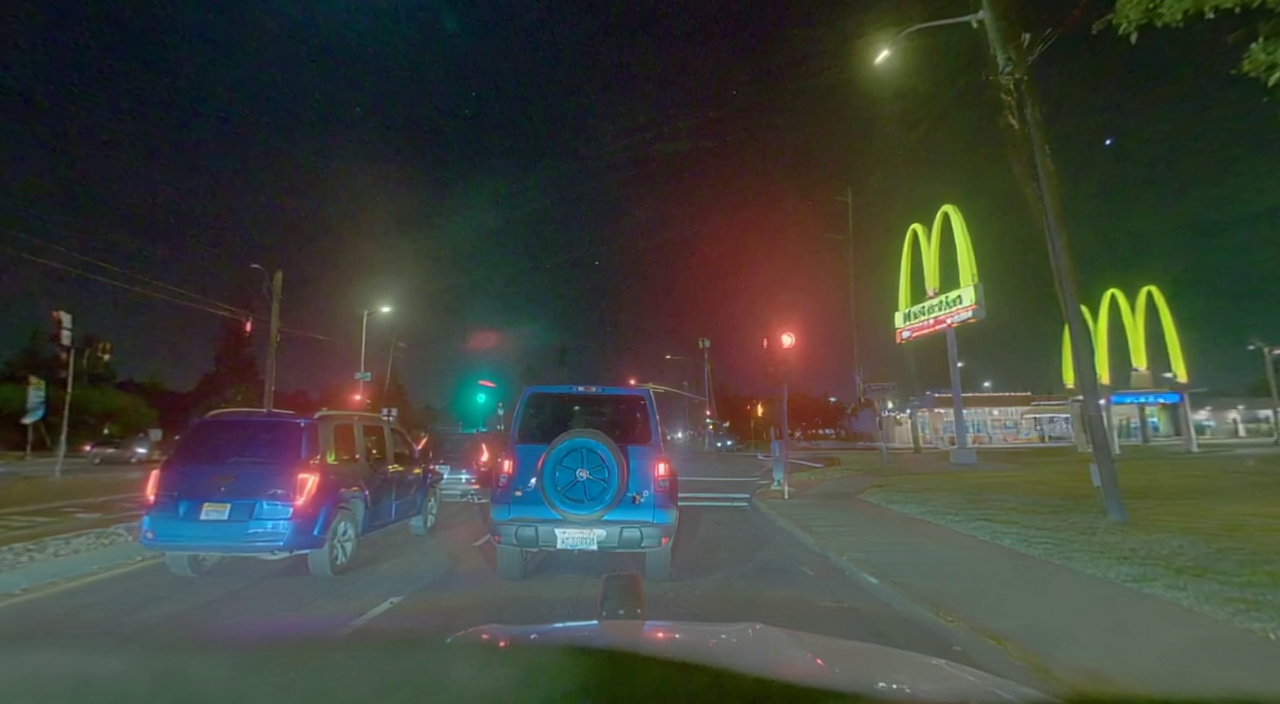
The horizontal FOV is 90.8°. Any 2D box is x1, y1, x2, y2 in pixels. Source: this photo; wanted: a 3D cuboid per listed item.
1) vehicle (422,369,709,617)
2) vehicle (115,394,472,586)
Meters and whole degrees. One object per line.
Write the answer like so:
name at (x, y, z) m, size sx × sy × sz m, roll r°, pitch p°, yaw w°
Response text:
vehicle at (-0.622, 1.438, 7.330) m, size 2.224 × 1.923 × 4.643 m, roll 0°, pitch -8°, yaw -1°
vehicle at (-3.904, 1.643, 8.327) m, size 2.130 × 1.819 × 4.497 m, roll 0°, pitch -8°, yaw 0°
